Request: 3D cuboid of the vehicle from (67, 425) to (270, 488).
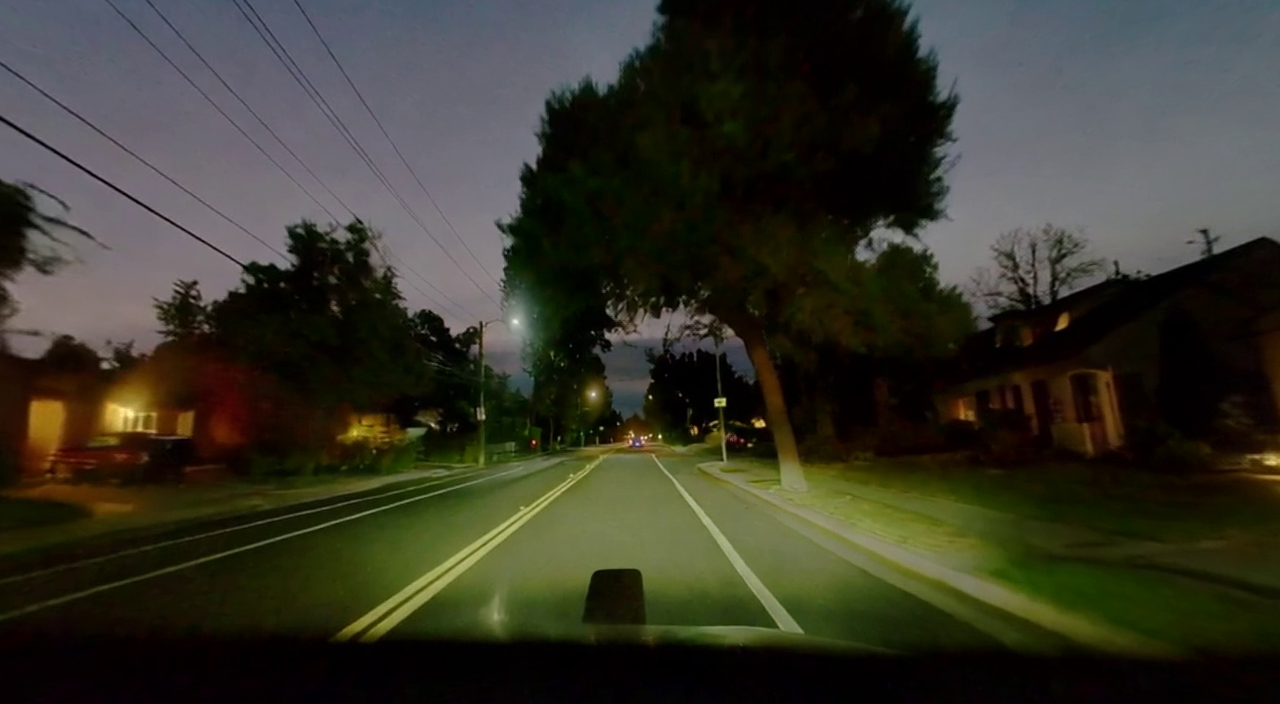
[{"bbox_3d":[-14.771,3.298,20.074,4.662,1.832,2.063,1,-8,-5],"label":"vehicle"}]
